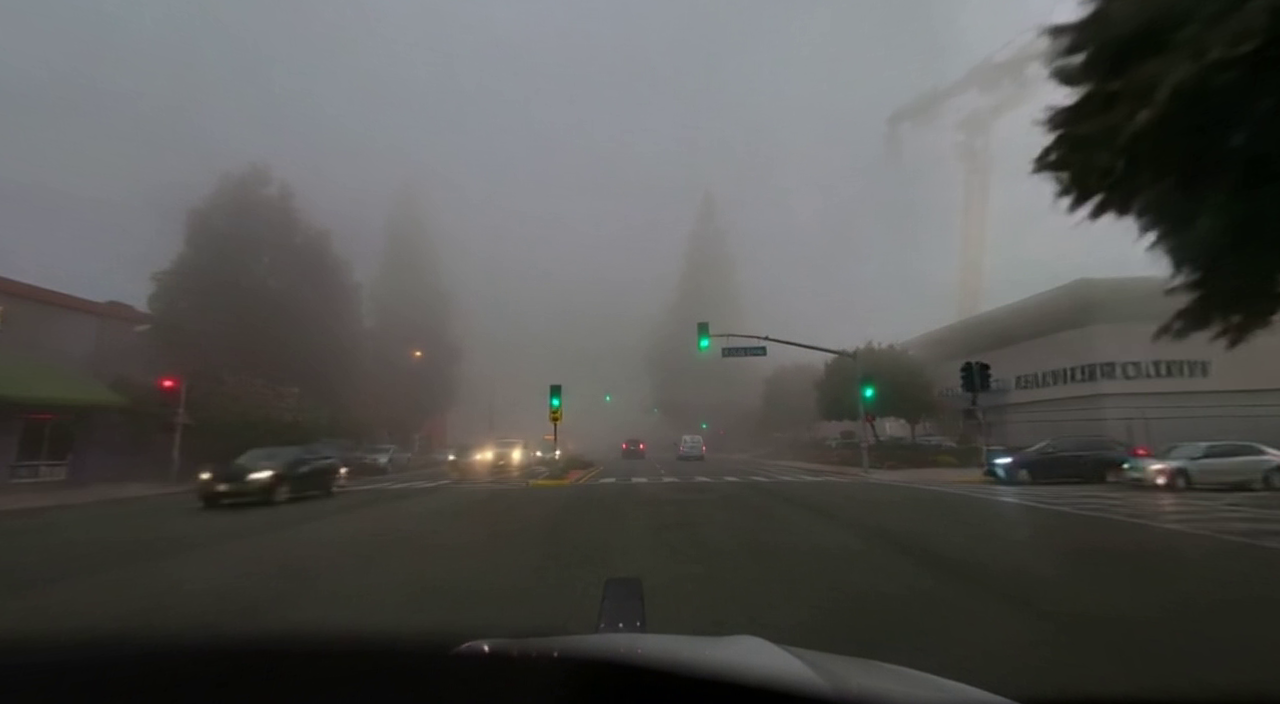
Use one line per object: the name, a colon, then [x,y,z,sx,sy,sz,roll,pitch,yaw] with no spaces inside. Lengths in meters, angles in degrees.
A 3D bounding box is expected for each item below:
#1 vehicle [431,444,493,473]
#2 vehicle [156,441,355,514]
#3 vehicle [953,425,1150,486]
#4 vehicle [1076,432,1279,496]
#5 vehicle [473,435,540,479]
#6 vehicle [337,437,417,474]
vehicle: [-9.257,5.571,33.297,1.947,1.434,4.557,0,-8,0]
vehicle: [-8.798,2.885,15.040,2.067,1.460,4.290,0,-8,-1]
vehicle: [12.756,3.238,19.939,4.641,1.772,2.080,-1,-9,7]
vehicle: [13.874,2.760,15.762,4.506,1.479,1.924,0,-8,2]
vehicle: [-5.852,4.604,28.130,1.983,1.715,4.466,-2,-8,0]
vehicle: [-16.481,6.511,39.994,2.314,2.135,5.914,-1,-8,2]
